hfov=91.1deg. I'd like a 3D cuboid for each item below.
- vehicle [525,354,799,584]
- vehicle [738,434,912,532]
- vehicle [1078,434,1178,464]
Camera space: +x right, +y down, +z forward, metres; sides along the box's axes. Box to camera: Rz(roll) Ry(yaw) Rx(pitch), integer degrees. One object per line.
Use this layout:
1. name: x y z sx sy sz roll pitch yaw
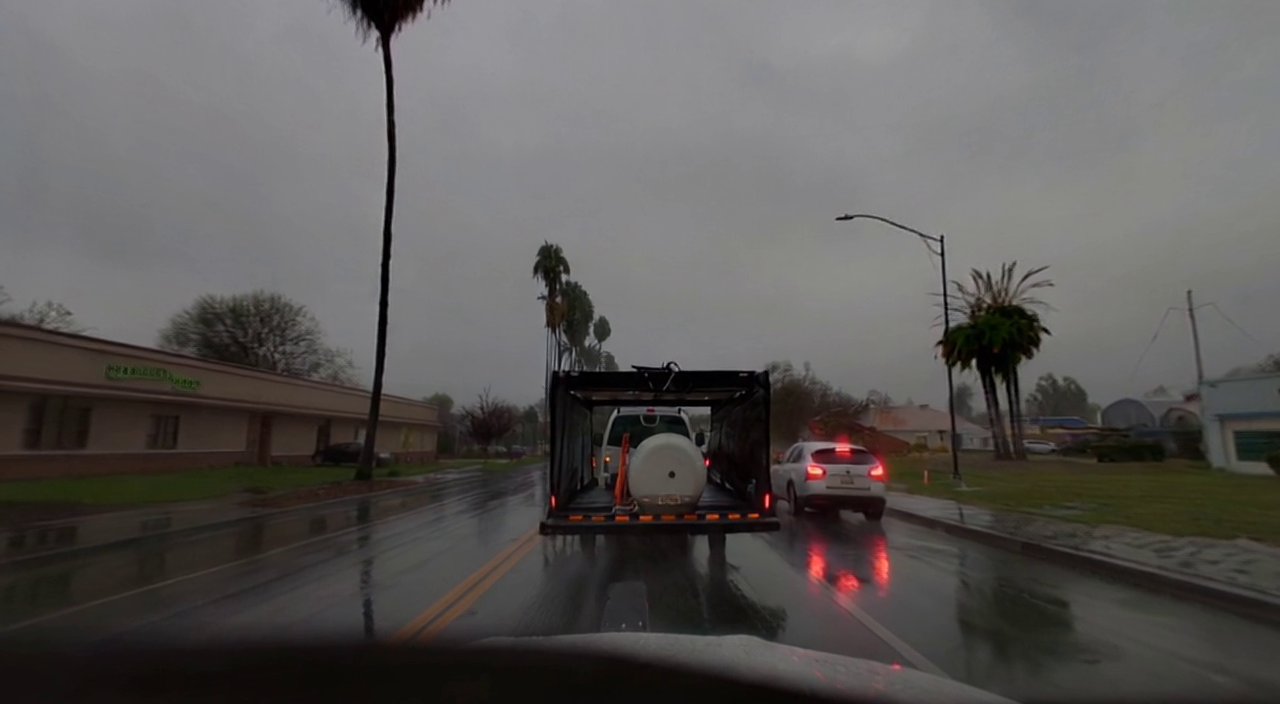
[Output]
1. vehicle: 0.186 1.638 9.621 2.728 2.305 6.506 0 -8 -1
2. vehicle: 3.204 2.346 11.865 2.010 1.499 4.107 0 -8 0
3. vehicle: 28.519 5.688 36.844 4.193 1.633 1.928 -4 -9 26
